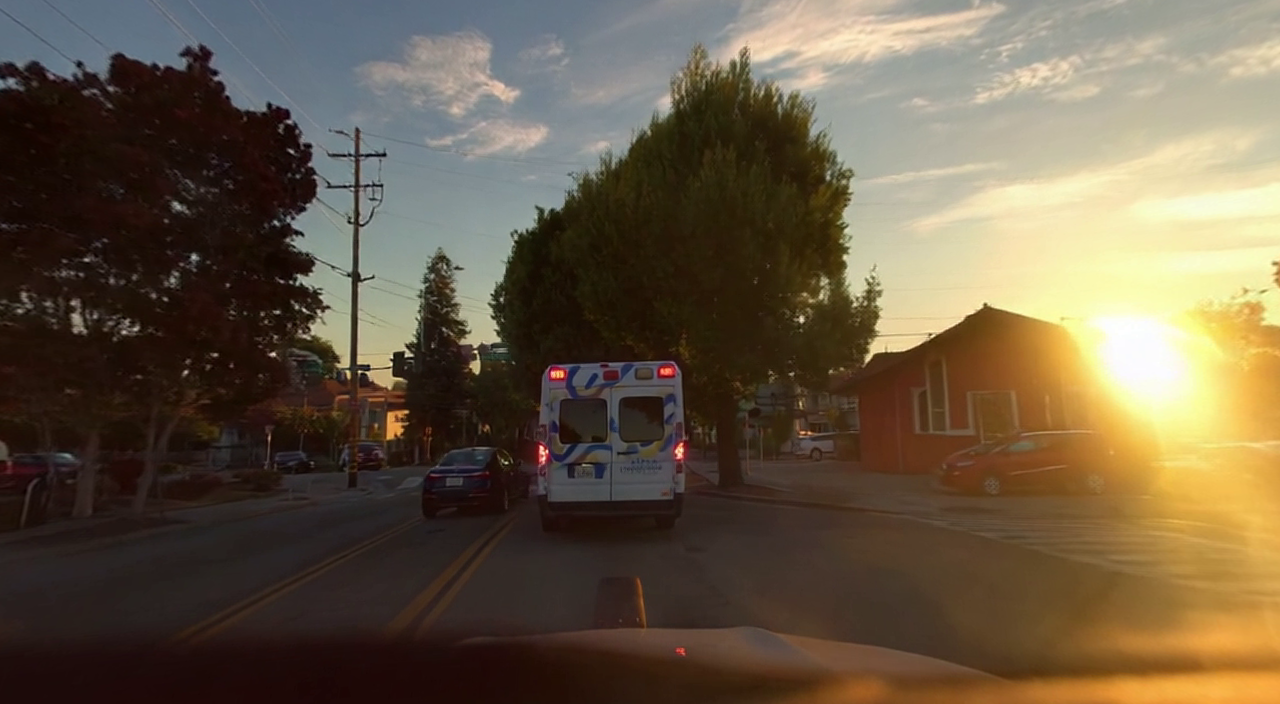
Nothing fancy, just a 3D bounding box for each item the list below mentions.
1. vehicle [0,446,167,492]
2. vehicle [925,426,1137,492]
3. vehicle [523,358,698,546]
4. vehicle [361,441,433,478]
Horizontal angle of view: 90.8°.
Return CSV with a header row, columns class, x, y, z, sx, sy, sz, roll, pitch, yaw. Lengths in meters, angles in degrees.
class,x,y,z,sx,sy,sz,roll,pitch,yaw
vehicle,-19.437,4.004,21.904,4.412,1.468,1.914,0,-8,-3
vehicle,12.520,3.491,20.700,5.270,1.966,2.329,-2,-8,10
vehicle,-0.411,1.804,11.753,2.444,2.640,5.482,0,-8,0
vehicle,-13.037,5.667,33.732,2.290,1.776,4.947,6,-10,-36
